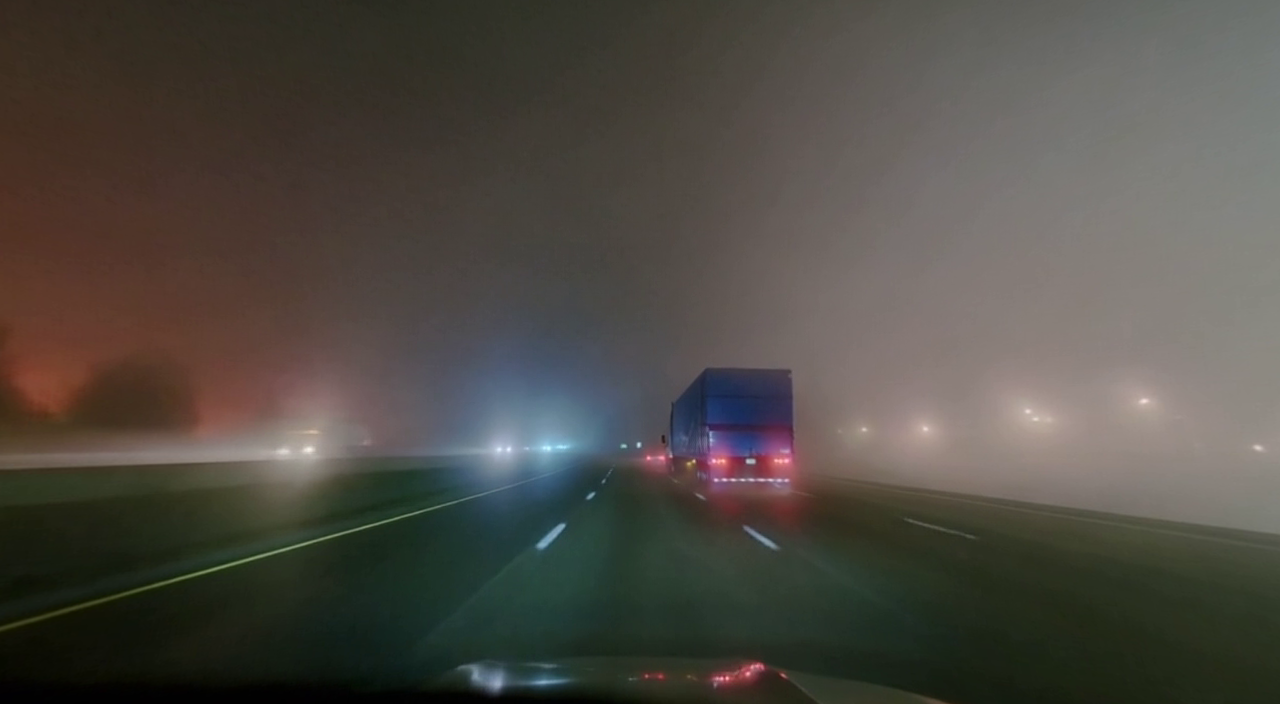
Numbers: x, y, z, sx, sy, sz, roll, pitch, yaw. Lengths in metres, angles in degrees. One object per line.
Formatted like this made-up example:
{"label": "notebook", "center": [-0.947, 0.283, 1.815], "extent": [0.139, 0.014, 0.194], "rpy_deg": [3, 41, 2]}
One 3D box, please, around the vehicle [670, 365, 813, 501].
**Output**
{"label": "vehicle", "center": [3.508, 3.748, 27.667], "extent": [3.462, 4.177, 16.311], "rpy_deg": [0, -9, 0]}

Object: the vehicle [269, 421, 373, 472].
{"label": "vehicle", "center": [-18.762, 5.649, 37.664], "extent": [2.480, 2.709, 7.046], "rpy_deg": [0, -9, 0]}
